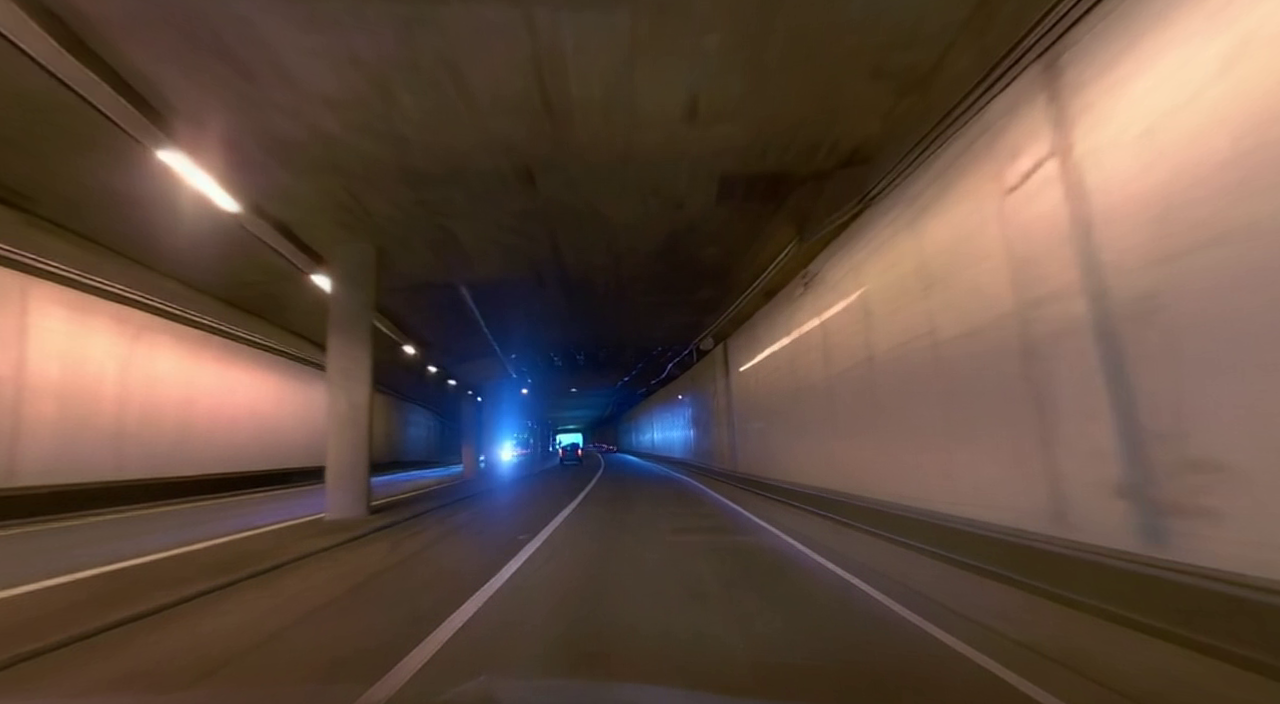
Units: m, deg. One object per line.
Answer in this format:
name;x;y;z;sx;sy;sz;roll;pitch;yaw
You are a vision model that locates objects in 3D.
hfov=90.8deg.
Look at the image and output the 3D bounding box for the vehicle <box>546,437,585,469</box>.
vehicle;-4.247;5.828;36.671;1.961;1.725;4.315;0;-8;-3
